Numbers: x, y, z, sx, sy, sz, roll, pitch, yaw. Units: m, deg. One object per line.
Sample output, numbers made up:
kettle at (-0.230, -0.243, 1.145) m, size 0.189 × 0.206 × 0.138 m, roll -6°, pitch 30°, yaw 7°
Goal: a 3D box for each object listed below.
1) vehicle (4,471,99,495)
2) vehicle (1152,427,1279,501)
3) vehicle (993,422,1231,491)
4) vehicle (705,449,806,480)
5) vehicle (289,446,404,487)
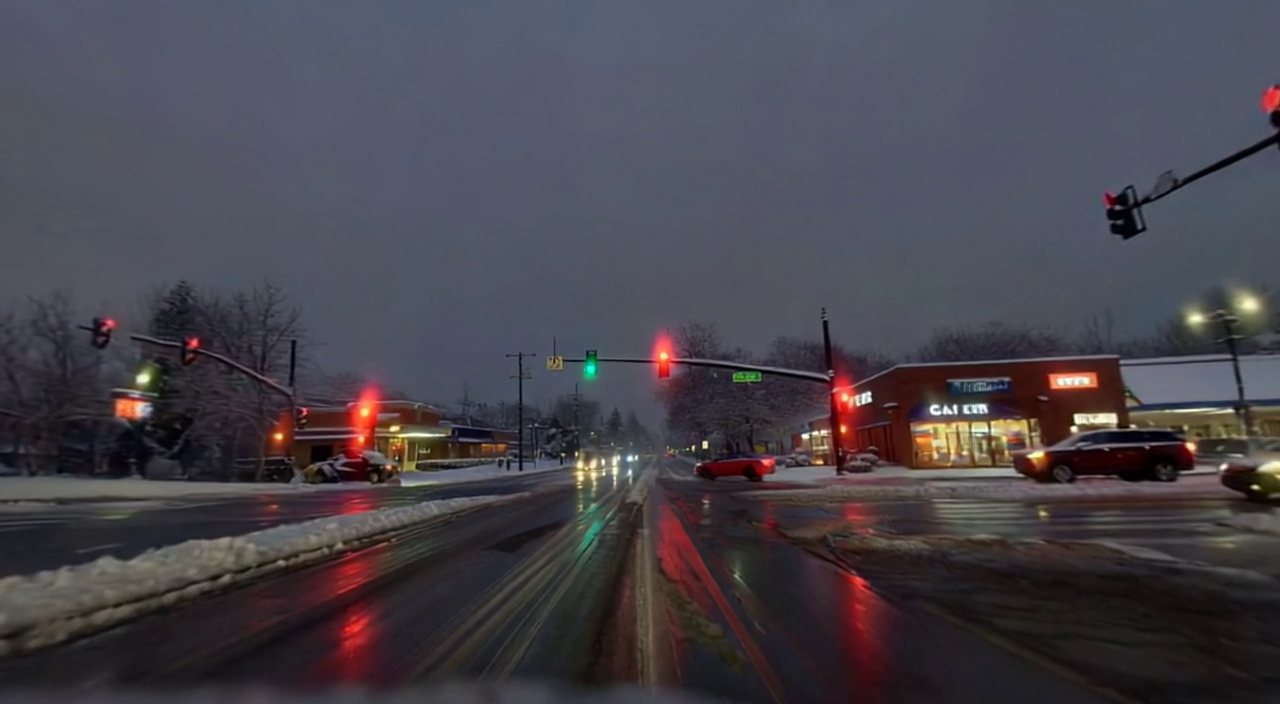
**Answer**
vehicle at (-39.838, 8.853, 42.834) m, size 4.464 × 1.469 × 1.908 m, roll 0°, pitch -8°, yaw 0°
vehicle at (14.395, 2.370, 13.538) m, size 4.835 × 1.487 × 1.913 m, roll -3°, pitch -9°, yaw 20°
vehicle at (13.014, 2.928, 17.902) m, size 4.916 × 1.730 × 1.986 m, roll -4°, pitch -9°, yaw 22°
vehicle at (5.891, 5.763, 32.709) m, size 4.728 × 1.468 × 2.083 m, roll -8°, pitch -12°, yaw 44°
vehicle at (-21.281, 8.314, 46.151) m, size 6.991 × 2.792 × 2.607 m, roll 0°, pitch -8°, yaw -3°
